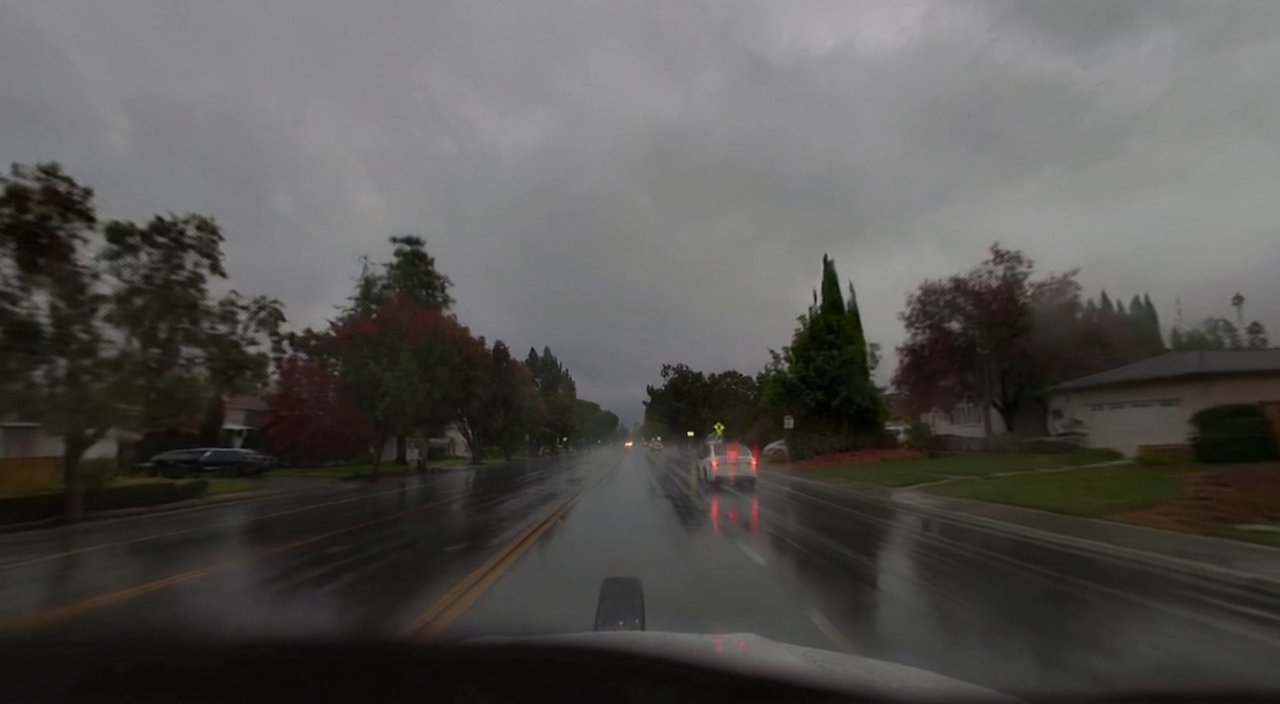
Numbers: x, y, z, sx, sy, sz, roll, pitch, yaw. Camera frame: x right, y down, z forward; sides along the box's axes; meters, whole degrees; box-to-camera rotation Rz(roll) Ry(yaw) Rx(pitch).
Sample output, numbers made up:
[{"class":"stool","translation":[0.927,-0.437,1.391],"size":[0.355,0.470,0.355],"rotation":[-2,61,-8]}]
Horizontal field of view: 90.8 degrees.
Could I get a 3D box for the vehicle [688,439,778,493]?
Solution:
[{"class":"vehicle","translation":[2.775,3.509,19.824],"size":[2.057,1.493,4.225],"rotation":[0,-8,-2]}]
